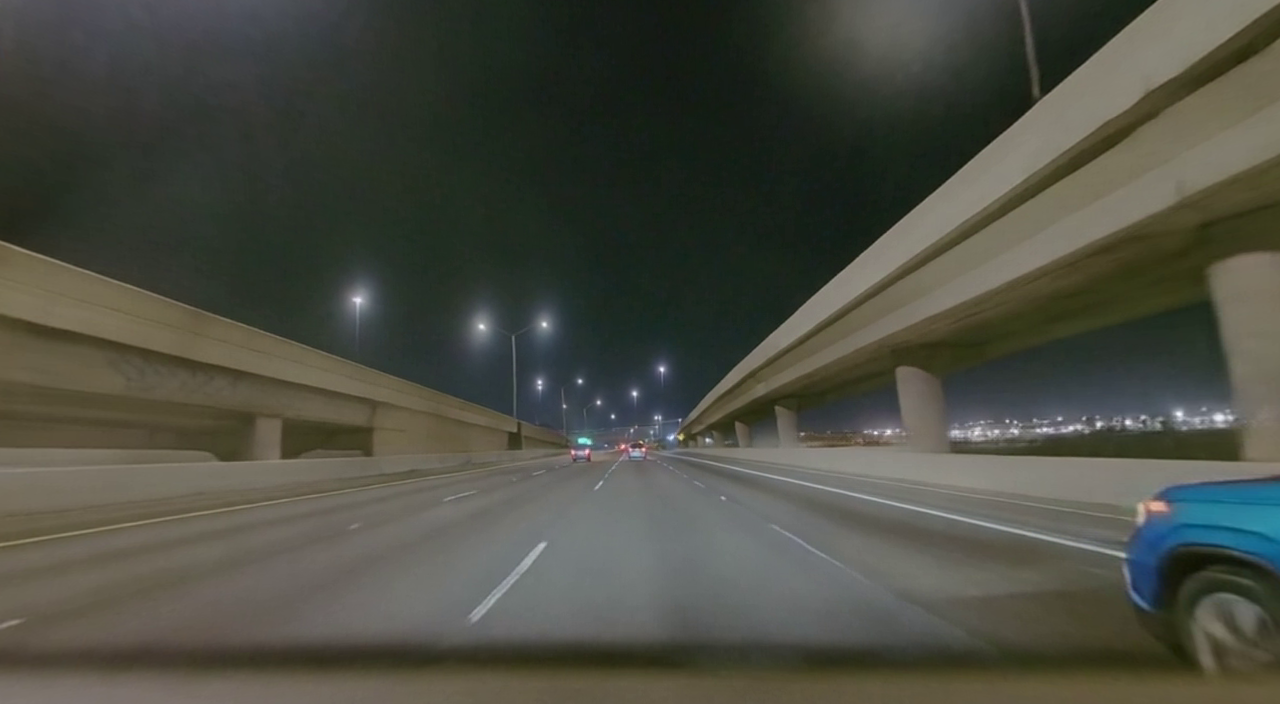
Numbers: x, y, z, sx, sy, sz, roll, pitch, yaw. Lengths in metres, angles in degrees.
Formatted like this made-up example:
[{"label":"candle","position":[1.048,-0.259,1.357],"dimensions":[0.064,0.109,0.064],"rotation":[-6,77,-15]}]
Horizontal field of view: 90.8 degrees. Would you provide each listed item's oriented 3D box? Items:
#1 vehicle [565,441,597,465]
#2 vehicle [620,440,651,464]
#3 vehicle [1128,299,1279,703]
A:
[{"label":"vehicle","position":[-4.249,7.310,46.076],"dimensions":[2.000,1.646,4.201],"rotation":[0,-8,-1]},{"label":"vehicle","position":[-0.343,7.274,46.136],"dimensions":[2.132,1.657,3.967],"rotation":[0,-8,-1]},{"label":"vehicle","position":[3.703,0.466,0.801],"dimensions":[2.288,1.841,4.779],"rotation":[0,-8,0]}]
